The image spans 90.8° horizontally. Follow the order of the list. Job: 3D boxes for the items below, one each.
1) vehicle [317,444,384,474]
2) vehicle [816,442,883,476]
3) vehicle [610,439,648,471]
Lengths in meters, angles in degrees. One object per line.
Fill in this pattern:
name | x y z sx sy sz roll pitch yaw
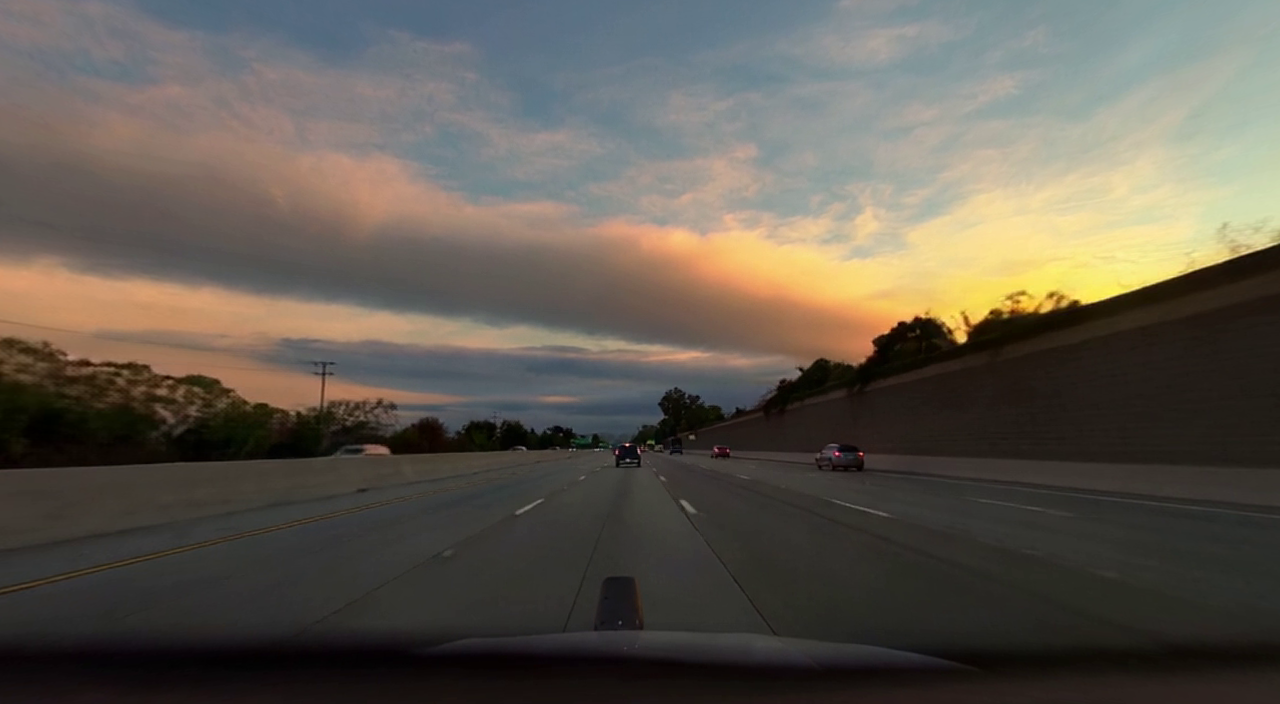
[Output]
vehicle | -15.056 5.559 33.050 1.778 1.493 3.619 0 -9 0
vehicle | 11.088 5.658 33.777 1.912 1.673 4.438 0 -9 -1
vehicle | -0.676 6.149 37.866 2.121 1.739 4.087 0 -9 -1
